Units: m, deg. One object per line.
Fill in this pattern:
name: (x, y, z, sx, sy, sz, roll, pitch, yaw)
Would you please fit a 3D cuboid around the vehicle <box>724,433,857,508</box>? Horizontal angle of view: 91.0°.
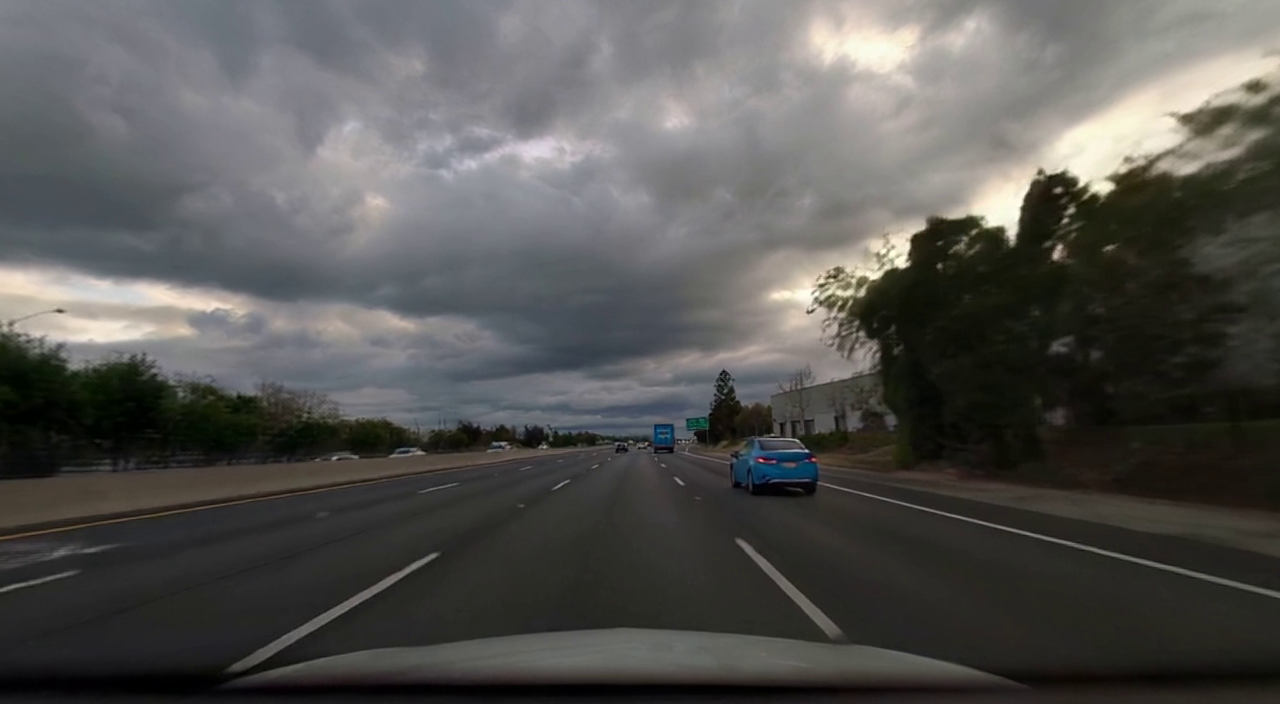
vehicle: (3.308, 2.673, 14.737, 2.048, 1.482, 3.956, 0, -8, -1)
